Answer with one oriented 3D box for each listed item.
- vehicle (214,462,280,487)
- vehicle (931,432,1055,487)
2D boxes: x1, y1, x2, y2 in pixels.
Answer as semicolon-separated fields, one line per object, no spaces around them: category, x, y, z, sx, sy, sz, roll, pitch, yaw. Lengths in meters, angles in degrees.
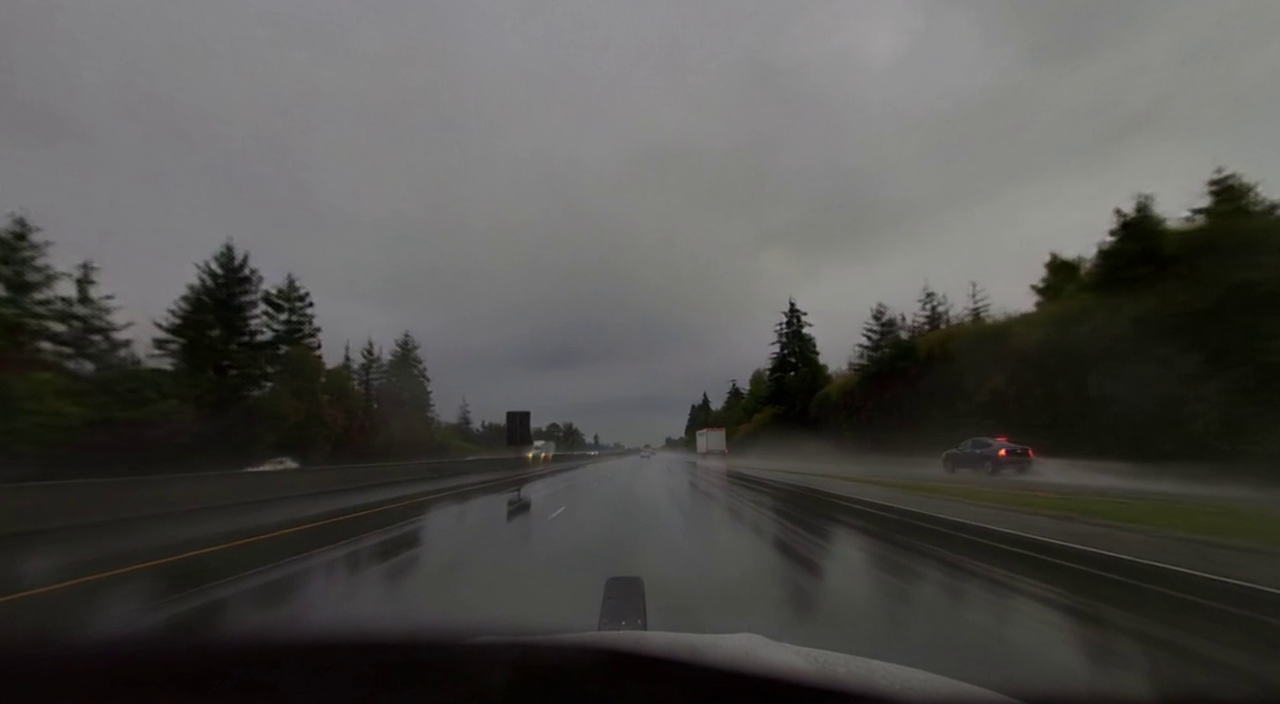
vehicle;-27.516;8.548;44.298;1.792;1.578;4.359;0;-9;0
vehicle;12.723;3.895;23.034;2.038;1.823;3.744;1;-9;-6
